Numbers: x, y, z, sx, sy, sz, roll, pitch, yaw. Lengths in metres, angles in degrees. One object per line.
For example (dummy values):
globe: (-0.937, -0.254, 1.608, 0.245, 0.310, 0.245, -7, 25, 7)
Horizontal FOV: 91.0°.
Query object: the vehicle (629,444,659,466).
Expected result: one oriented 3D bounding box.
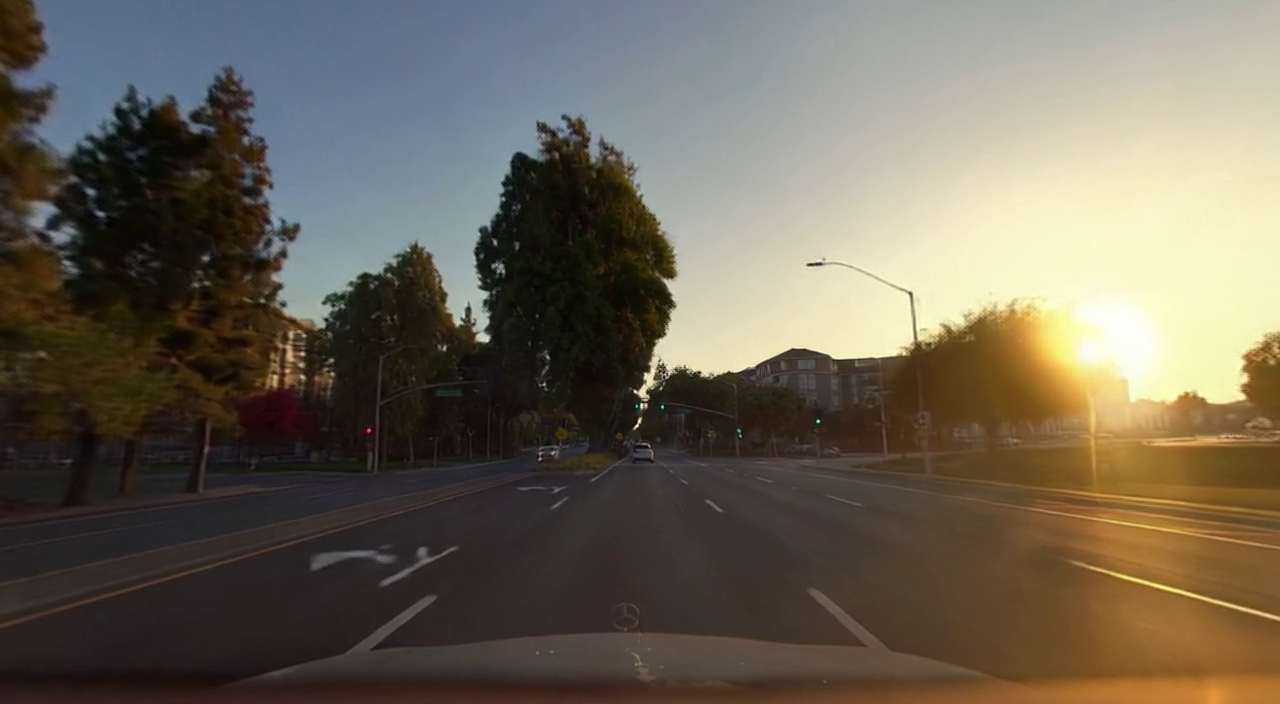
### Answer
vehicle: (0.312, 7.405, 45.262, 2.064, 1.477, 3.968, 0, -8, 1)
